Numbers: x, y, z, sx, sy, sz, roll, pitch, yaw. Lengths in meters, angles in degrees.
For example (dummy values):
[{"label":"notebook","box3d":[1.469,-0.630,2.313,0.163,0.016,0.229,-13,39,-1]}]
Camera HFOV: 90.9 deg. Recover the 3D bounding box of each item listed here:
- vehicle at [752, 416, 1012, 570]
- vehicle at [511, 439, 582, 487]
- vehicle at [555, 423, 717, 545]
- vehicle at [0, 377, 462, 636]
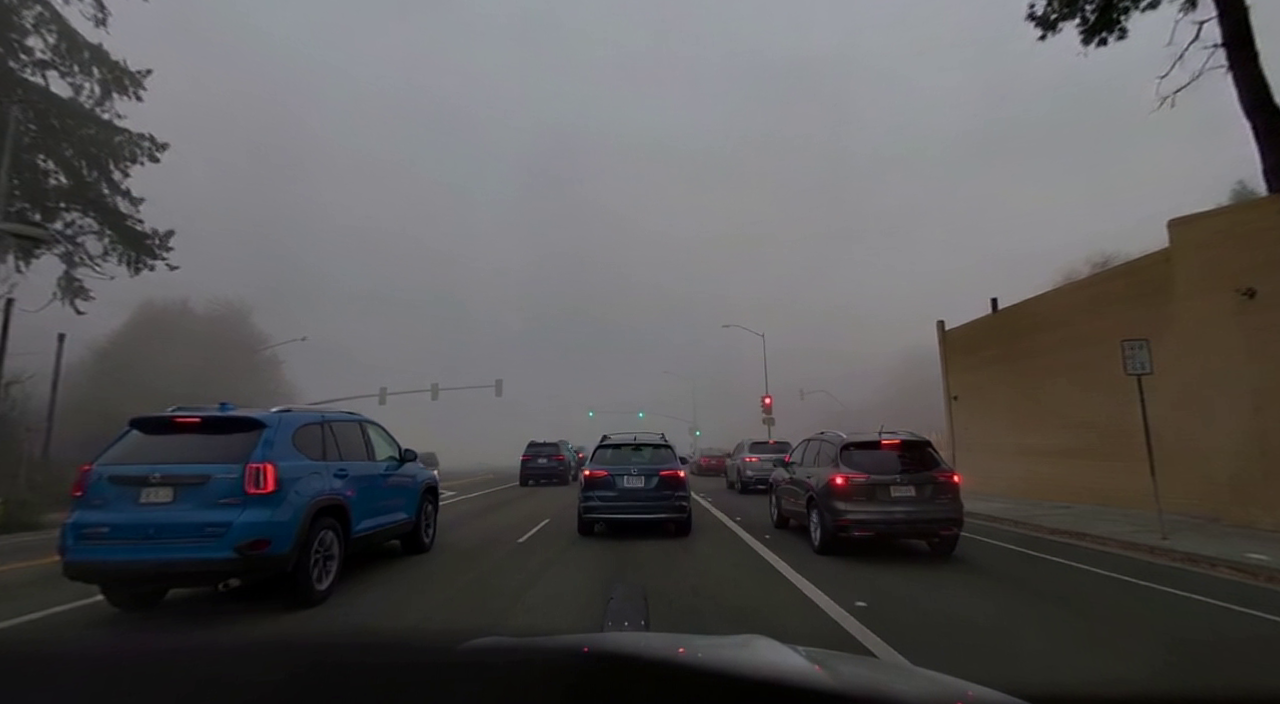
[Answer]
[{"label":"vehicle","box3d":[3.097,1.885,9.249,2.029,1.702,4.281,0,-8,-1]},{"label":"vehicle","box3d":[-3.660,4.450,25.669,2.067,1.759,4.631,0,-8,1]},{"label":"vehicle","box3d":[-0.034,2.126,10.781,2.245,1.677,3.913,0,-8,1]},{"label":"vehicle","box3d":[-3.673,1.463,6.975,2.070,1.913,4.450,0,-8,0]}]
